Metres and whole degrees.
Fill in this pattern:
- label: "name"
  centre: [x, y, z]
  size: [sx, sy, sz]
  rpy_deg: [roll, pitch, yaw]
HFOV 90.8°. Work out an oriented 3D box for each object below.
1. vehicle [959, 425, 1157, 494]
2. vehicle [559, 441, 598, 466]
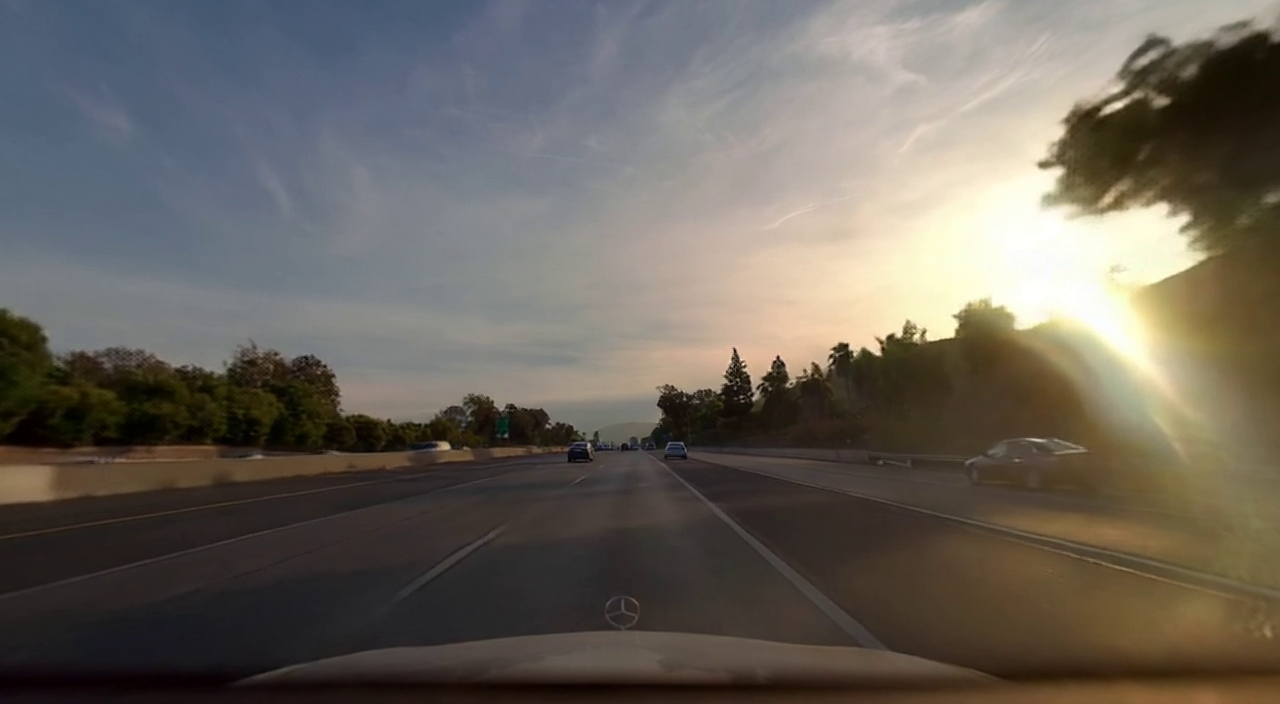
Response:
- label: "vehicle"
  centre: [12.169, 3.164, 19.019]
  size: [2.344, 1.783, 5.196]
  rpy_deg: [0, -8, -1]
- label: "vehicle"
  centre: [-3.883, 6.505, 40.749]
  size: [2.052, 1.510, 4.301]
  rpy_deg: [0, -8, 0]
